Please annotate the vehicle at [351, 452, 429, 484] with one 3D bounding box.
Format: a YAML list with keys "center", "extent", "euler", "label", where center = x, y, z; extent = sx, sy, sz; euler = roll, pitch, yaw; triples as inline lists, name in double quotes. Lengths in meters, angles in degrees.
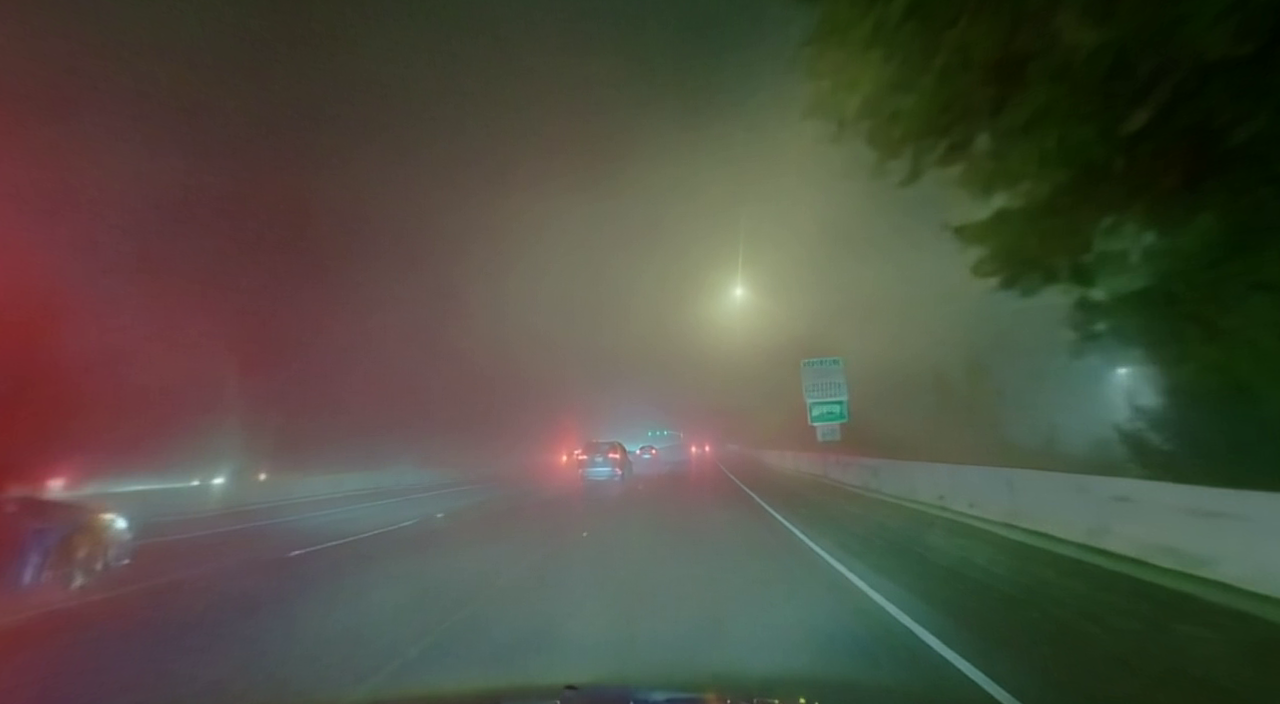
- center: [-12.579, 5.848, 32.082]
  extent: [1.832, 1.437, 4.523]
  euler: [-1, -9, 4]
  label: "vehicle"

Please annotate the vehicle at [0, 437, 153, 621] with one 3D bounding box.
- center: [-6.177, 1.302, 4.184]
  extent: [1.981, 1.460, 4.792]
  euler: [-1, -9, 2]
  label: "vehicle"

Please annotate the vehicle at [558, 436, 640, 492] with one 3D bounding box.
- center: [-1.263, 3.742, 21.453]
  extent: [2.082, 1.638, 4.644]
  euler: [-2, -9, 5]
  label: "vehicle"

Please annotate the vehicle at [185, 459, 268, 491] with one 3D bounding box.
- center: [-22.573, 6.683, 34.668]
  extent: [1.774, 1.542, 3.835]
  euler: [-1, -9, 4]
  label: "vehicle"
